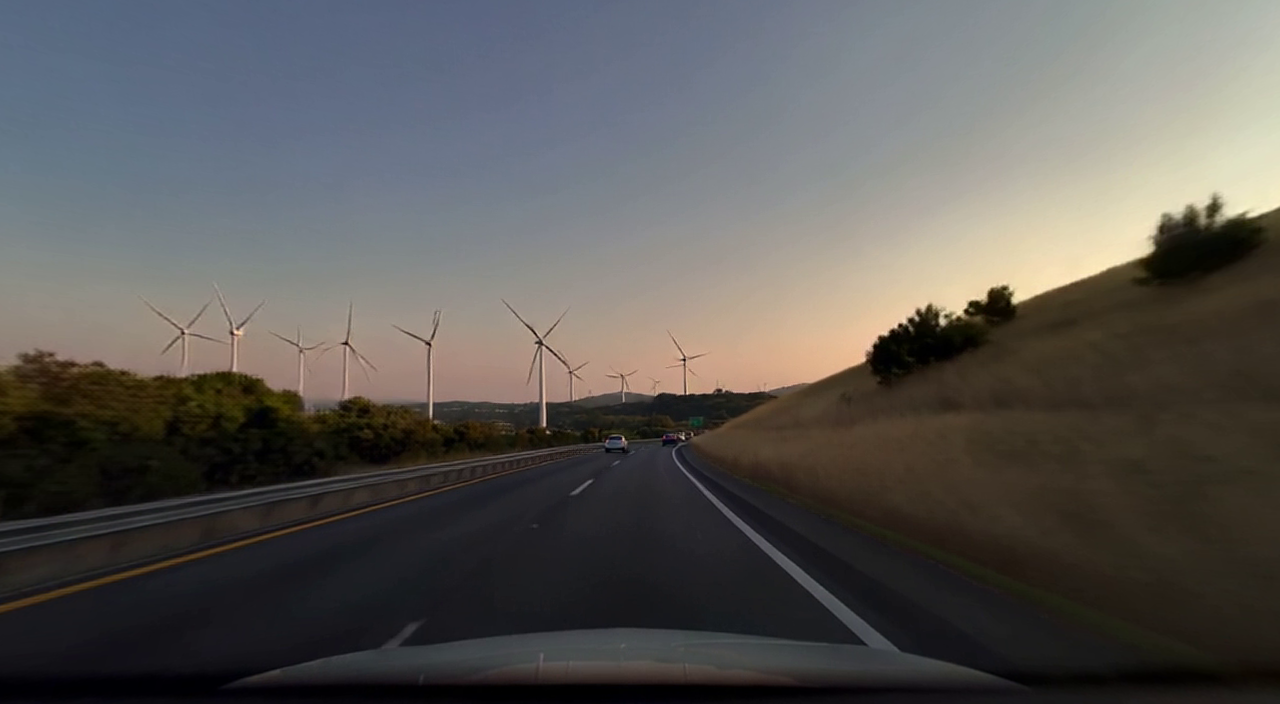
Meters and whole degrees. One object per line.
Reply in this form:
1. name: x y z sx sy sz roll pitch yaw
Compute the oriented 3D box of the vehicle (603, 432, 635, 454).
1. vehicle: -1.610 7.108 49.173 2.123 1.629 4.180 0 -8 3
